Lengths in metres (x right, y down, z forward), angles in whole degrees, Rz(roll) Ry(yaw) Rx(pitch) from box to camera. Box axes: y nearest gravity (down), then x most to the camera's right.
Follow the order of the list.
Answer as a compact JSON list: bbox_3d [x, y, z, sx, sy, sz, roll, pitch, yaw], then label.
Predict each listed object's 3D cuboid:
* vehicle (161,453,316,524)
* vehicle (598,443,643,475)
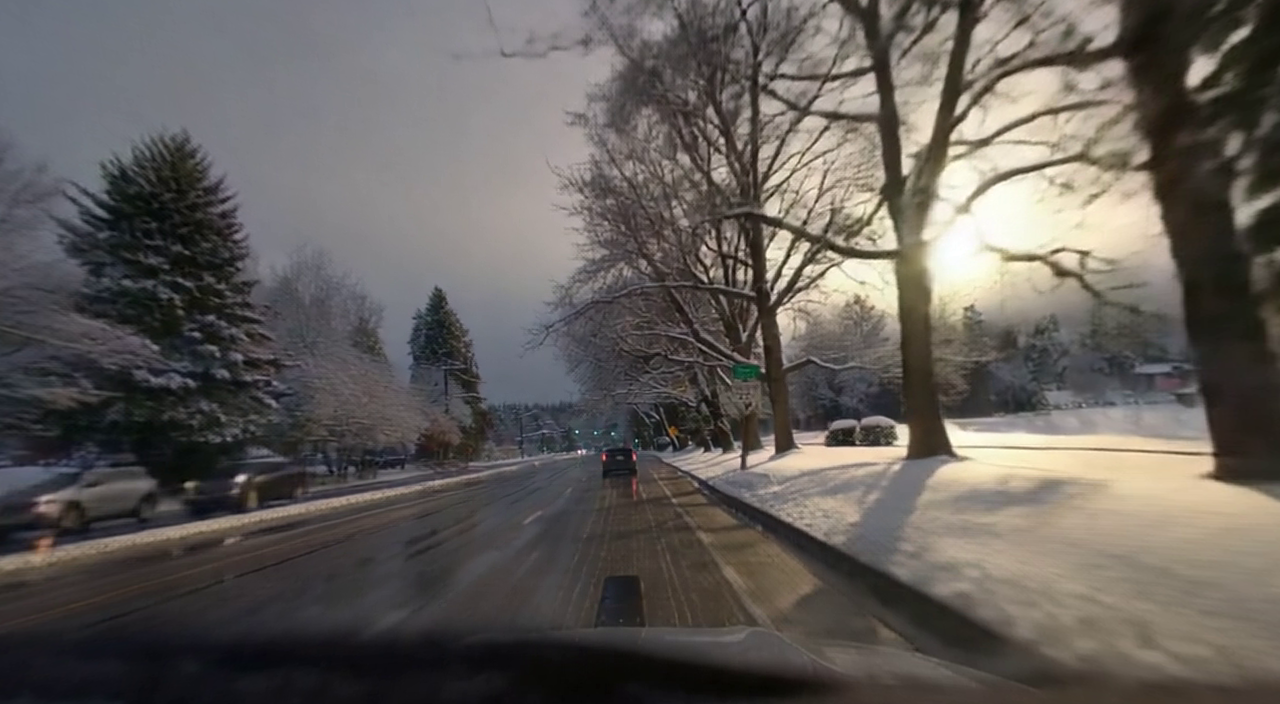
[{"bbox_3d":[-12.047,4.057,19.401,1.954,1.680,4.530,-5,-8,-2],"label":"vehicle"},{"bbox_3d":[-0.926,5.339,31.775,2.111,1.466,4.223,0,-9,0],"label":"vehicle"}]
